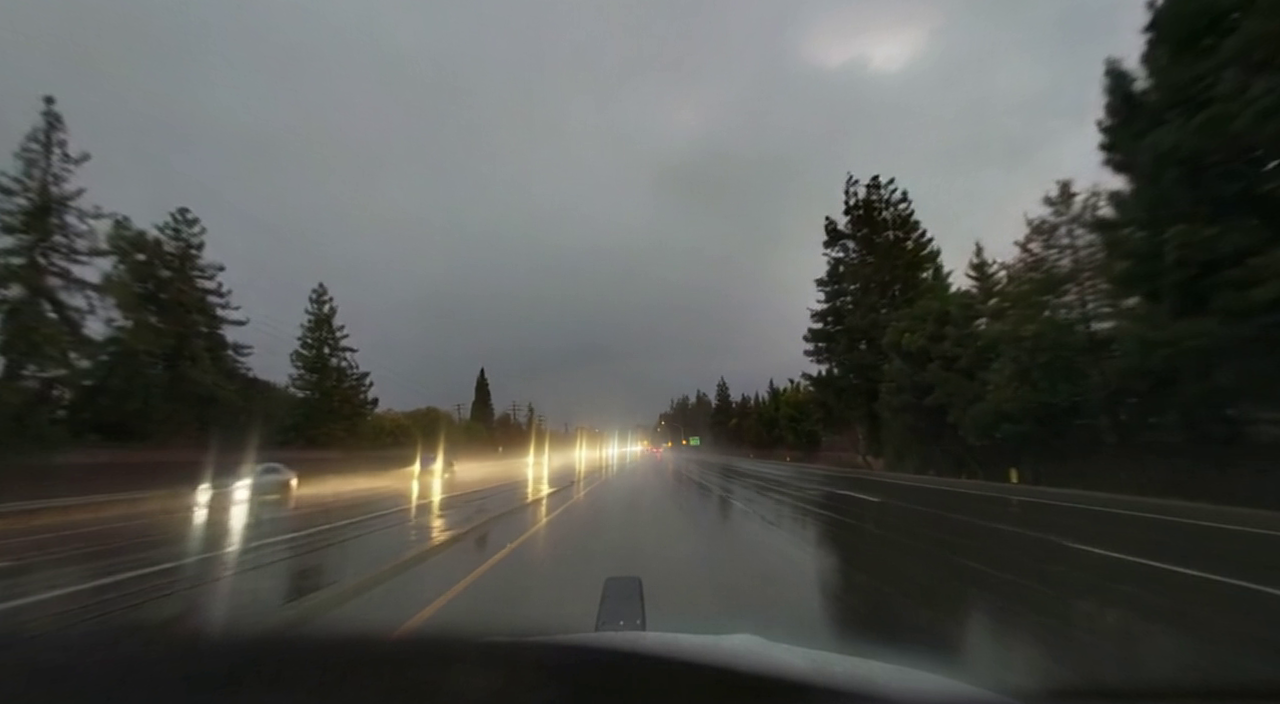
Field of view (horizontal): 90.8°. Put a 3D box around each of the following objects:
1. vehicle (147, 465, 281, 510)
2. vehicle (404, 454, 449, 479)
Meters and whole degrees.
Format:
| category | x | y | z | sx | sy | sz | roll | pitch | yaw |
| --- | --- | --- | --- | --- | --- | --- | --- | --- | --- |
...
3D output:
| category | x | y | z | sx | sy | sz | roll | pitch | yaw |
| --- | --- | --- | --- | --- | --- | --- | --- | --- | --- |
| vehicle | -17.568 | 5.588 | 26.419 | 1.986 | 1.523 | 5.088 | -1 | -9 | 1 |
| vehicle | -16.749 | 8.965 | 49.709 | 1.978 | 1.817 | 4.338 | 0 | -9 | 1 |
